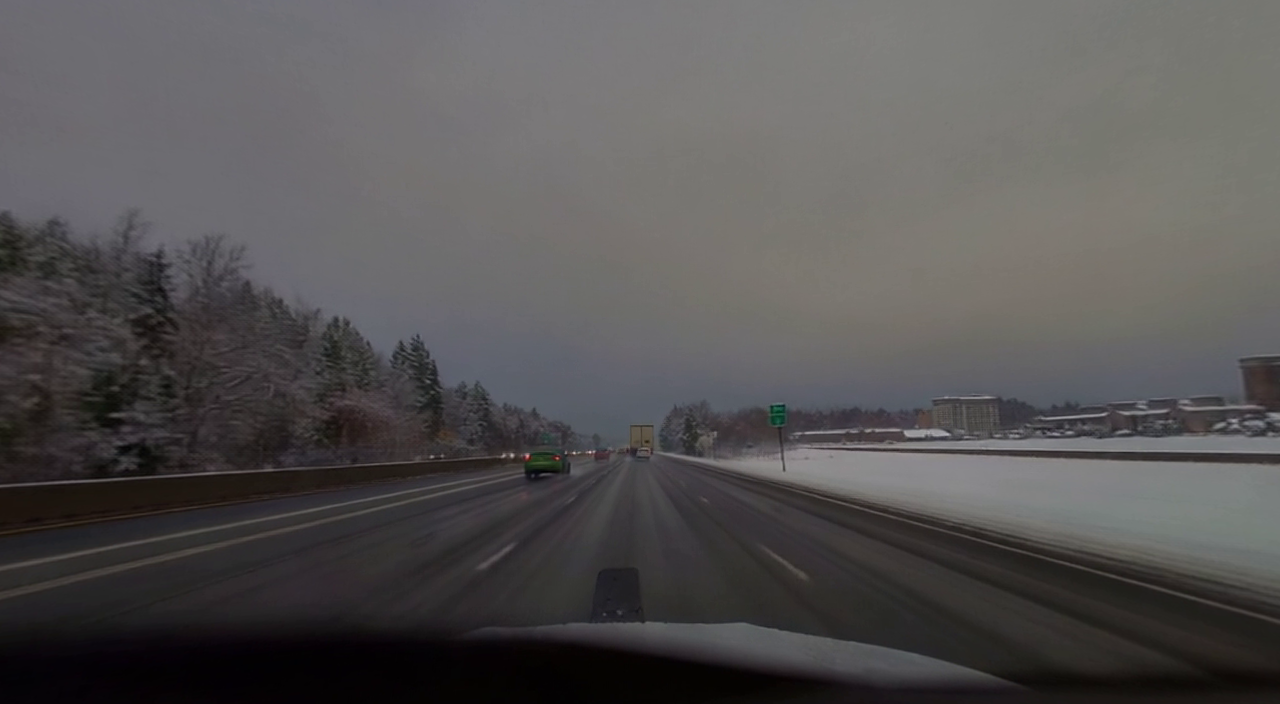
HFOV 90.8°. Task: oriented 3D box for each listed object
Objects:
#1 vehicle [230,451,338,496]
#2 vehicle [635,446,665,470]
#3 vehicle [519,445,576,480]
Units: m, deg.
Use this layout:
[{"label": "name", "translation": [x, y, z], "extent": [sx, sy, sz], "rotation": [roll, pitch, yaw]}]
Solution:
[{"label": "vehicle", "translation": [-12.287, 4.173, 22.023], "extent": [1.743, 1.405, 3.476], "rotation": [0, -9, -1]}, {"label": "vehicle", "translation": [0.675, 7.485, 44.732], "extent": [1.992, 1.593, 3.937], "rotation": [0, -9, -1]}, {"label": "vehicle", "translation": [-4.424, 5.336, 30.713], "extent": [2.172, 1.548, 3.953], "rotation": [0, -9, 0]}]
